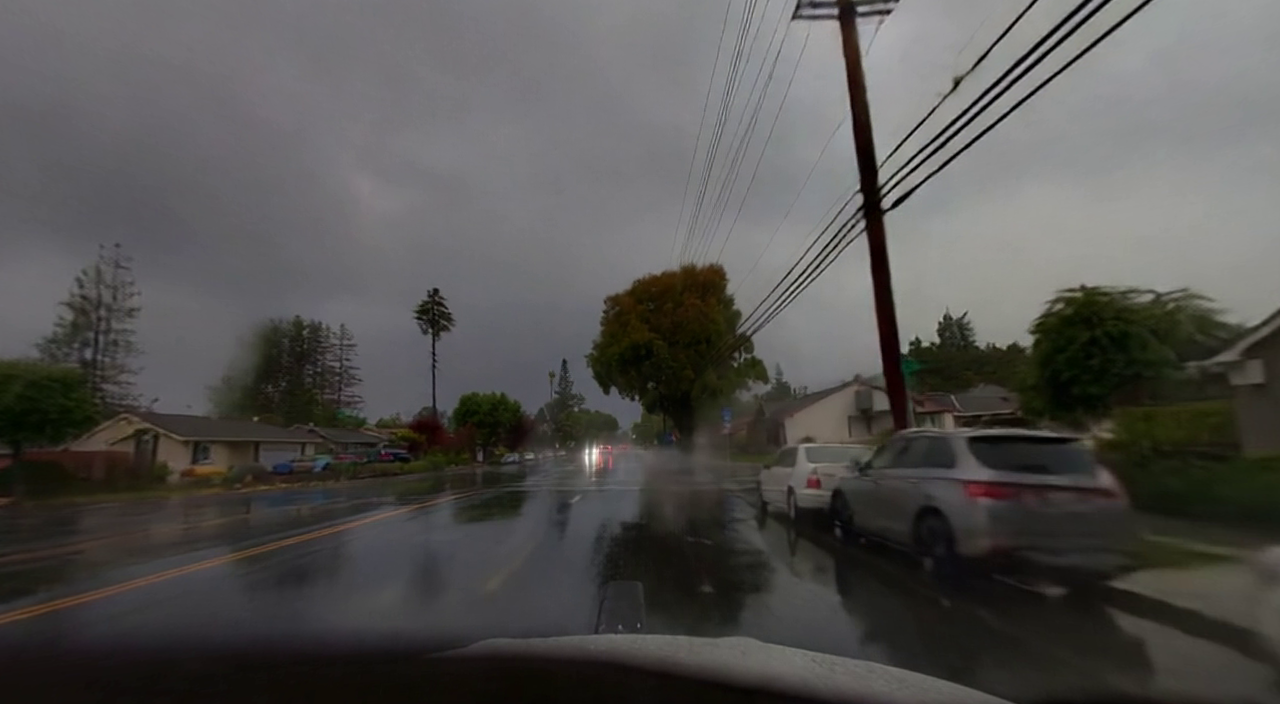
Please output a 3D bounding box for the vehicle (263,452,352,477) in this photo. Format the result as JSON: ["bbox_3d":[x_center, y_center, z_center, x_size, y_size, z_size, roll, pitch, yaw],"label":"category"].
[{"bbox_3d":[-21.882,7.413,41.680,4.728,1.536,2.006,0,-9,0],"label":"vehicle"}]

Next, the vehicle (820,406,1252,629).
[{"bbox_3d":[3.721,1.623,7.205,1.948,1.713,4.479,0,-9,-1],"label":"vehicle"}]
